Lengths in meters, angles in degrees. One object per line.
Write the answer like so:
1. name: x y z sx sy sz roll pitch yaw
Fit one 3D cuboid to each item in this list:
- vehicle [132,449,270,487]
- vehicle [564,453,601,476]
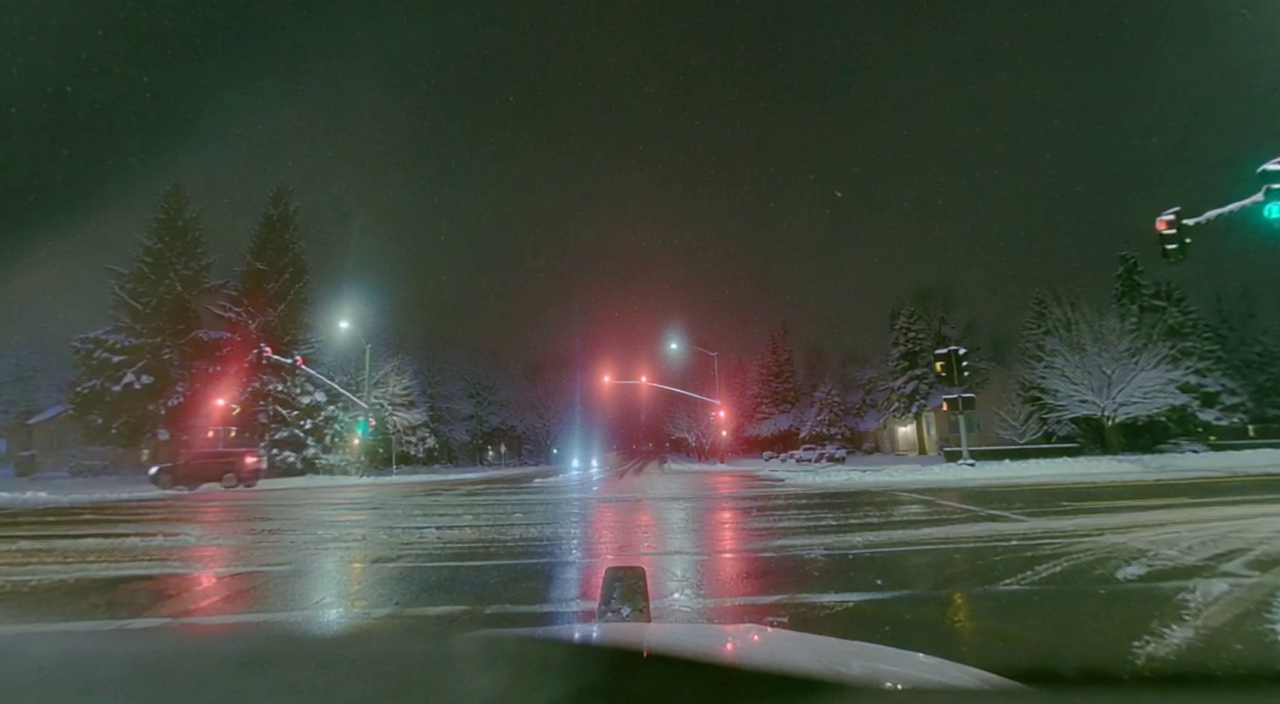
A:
1. vehicle: -23.476 6.197 33.878 5.762 1.886 2.241 0 -8 2
2. vehicle: -4.481 8.844 49.831 2.030 1.704 4.205 -1 -8 7
